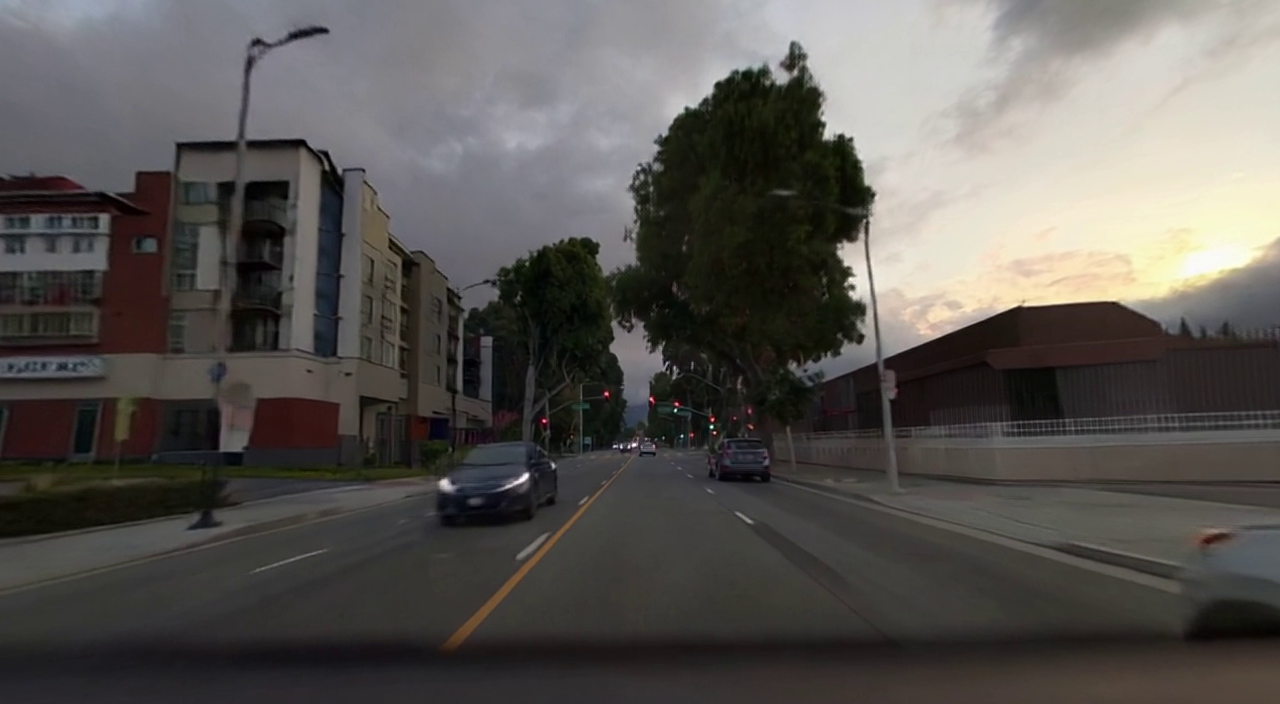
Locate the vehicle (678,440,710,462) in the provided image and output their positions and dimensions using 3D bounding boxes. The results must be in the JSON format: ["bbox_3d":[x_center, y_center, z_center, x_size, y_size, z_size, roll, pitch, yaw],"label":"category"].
[{"bbox_3d":[4.116,7.631,48.546,2.035,1.564,4.719,-1,-9,0],"label":"vehicle"}]

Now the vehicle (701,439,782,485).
[{"bbox_3d":[3.547,3.946,22.992,2.072,1.471,4.834,0,-9,-1],"label":"vehicle"}]

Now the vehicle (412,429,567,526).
[{"bbox_3d":[-2.927,2.549,13.409,2.109,1.681,4.417,-1,-9,2],"label":"vehicle"}]

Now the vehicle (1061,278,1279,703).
[{"bbox_3d":[3.234,0.446,0.483,2.251,1.861,5.144,-1,-9,0],"label":"vehicle"}]
